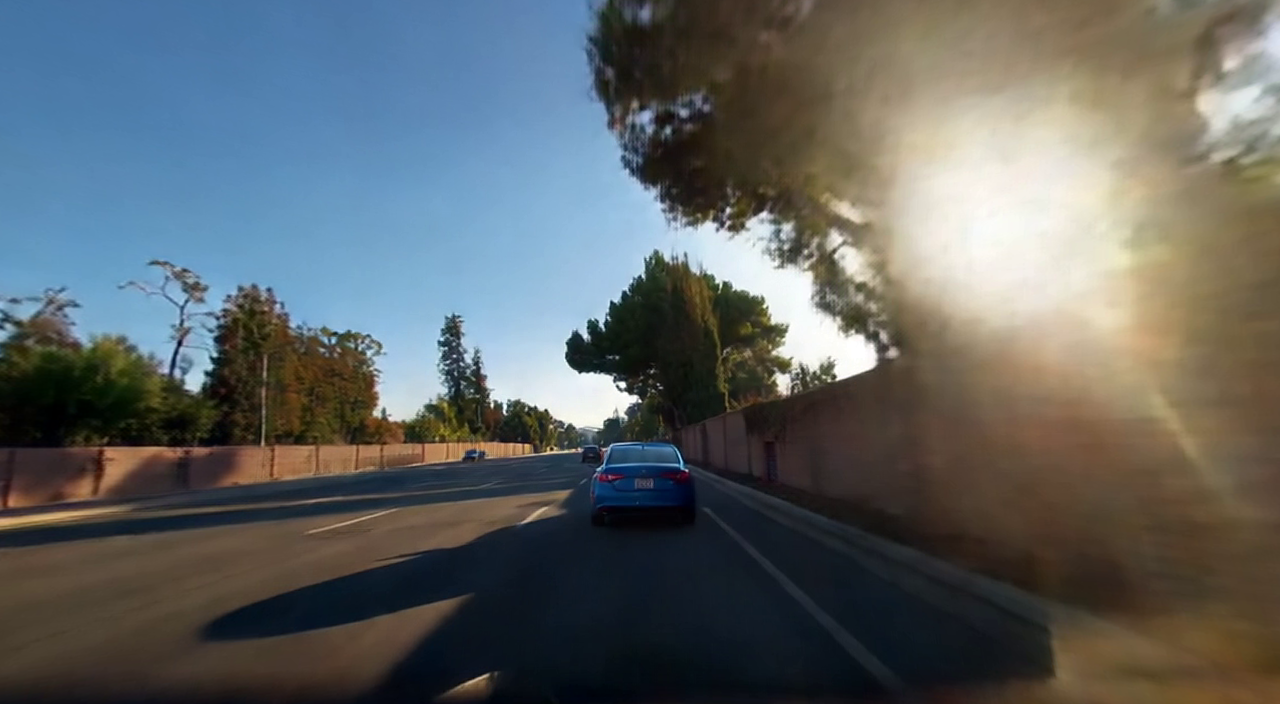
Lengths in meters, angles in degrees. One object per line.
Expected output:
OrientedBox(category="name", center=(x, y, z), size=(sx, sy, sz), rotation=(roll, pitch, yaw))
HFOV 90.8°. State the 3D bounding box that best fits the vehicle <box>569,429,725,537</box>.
OrientedBox(category="vehicle", center=(0.065, 2.179, 11.166), size=(2.205, 1.509, 4.272), rotation=(0, -8, -1))
